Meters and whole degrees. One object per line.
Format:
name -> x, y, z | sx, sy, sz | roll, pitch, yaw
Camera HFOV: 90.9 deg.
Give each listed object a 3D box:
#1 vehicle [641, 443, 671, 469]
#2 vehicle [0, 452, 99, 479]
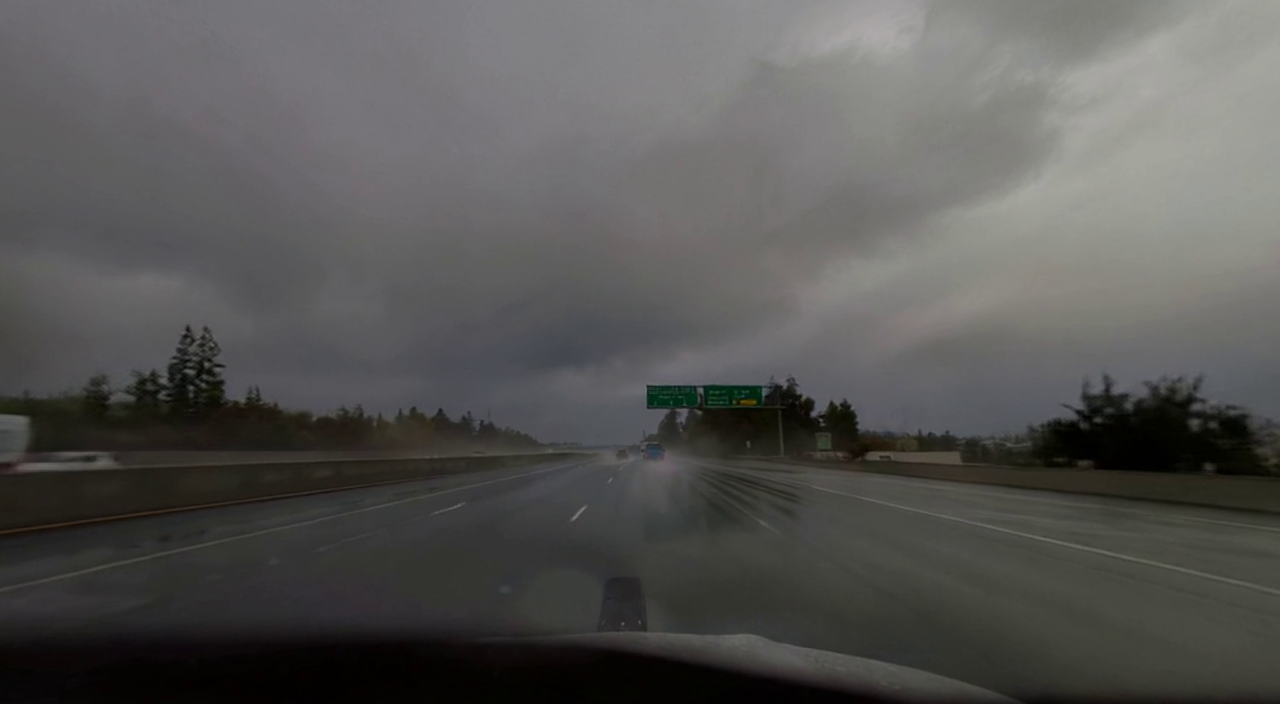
vehicle -> 1.189, 8.159, 49.706 | 2.219, 1.927, 4.409 | 0, -9, -1
vehicle -> -34.977, 6.692, 37.417 | 1.868, 1.490, 4.250 | 0, -9, 0
